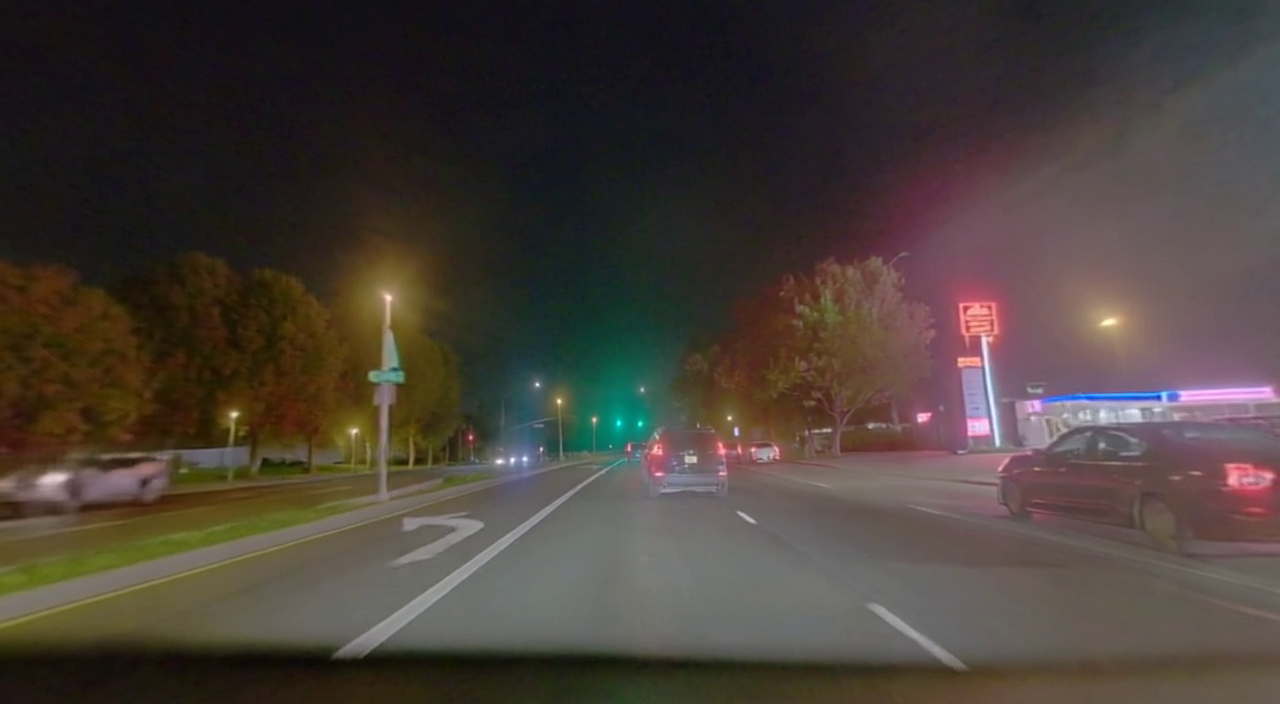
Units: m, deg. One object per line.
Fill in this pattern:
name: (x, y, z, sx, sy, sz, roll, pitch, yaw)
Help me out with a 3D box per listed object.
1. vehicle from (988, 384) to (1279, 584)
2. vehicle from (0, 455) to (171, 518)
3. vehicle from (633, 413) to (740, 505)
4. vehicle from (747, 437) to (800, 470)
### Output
vehicle: (6.681, 1.487, 7.776, 2.025, 1.765, 4.729, 0, -8, -1)
vehicle: (-15.887, 3.692, 17.906, 1.830, 1.483, 4.410, 0, -9, -1)
vehicle: (0.955, 2.605, 15.836, 2.038, 1.917, 4.900, 0, -8, -3)
vehicle: (6.890, 5.273, 33.040, 1.793, 1.585, 4.130, 0, -8, -1)
